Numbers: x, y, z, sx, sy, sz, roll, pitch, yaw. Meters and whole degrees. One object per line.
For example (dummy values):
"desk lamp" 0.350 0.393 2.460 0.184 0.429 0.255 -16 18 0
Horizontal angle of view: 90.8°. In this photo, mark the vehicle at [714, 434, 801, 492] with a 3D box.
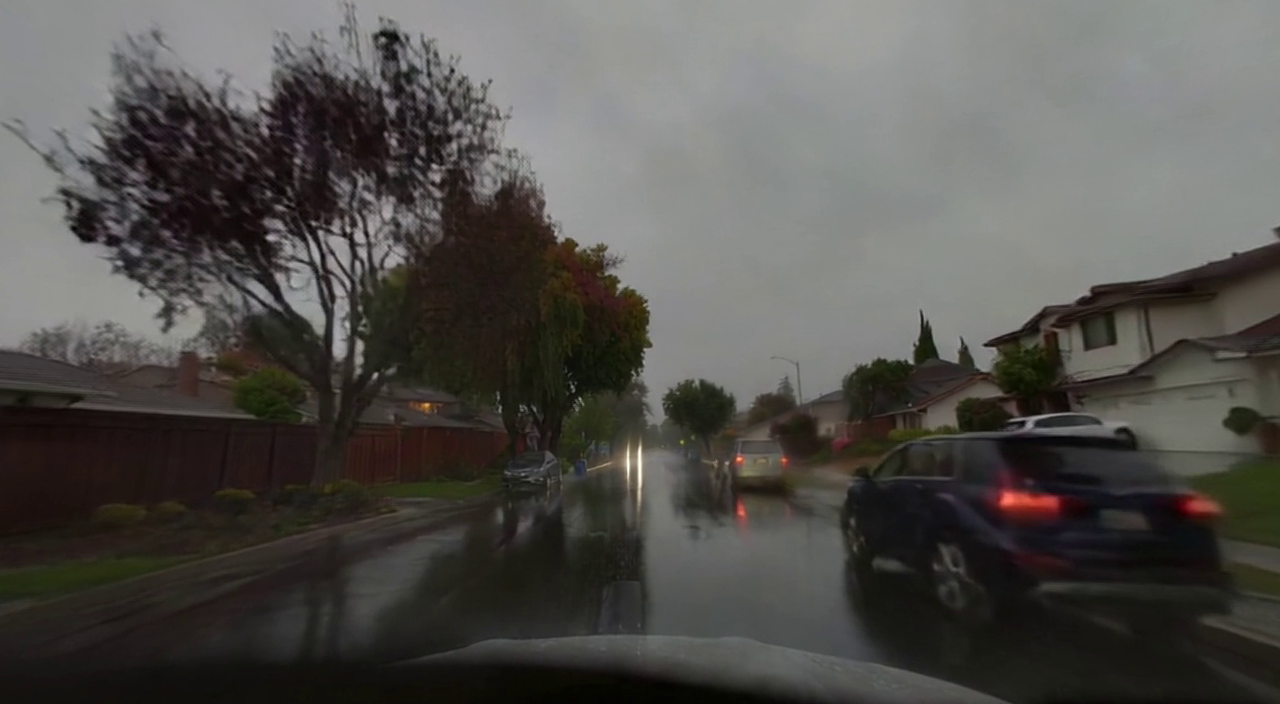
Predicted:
"vehicle" 4.264 4.154 23.976 2.350 1.912 5.696 0 -9 1

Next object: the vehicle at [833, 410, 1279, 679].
"vehicle" 3.613 1.558 6.401 2.079 1.651 4.783 -1 -9 4

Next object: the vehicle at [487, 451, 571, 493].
"vehicle" -4.166 4.626 24.512 2.234 1.377 4.413 -3 -10 3
